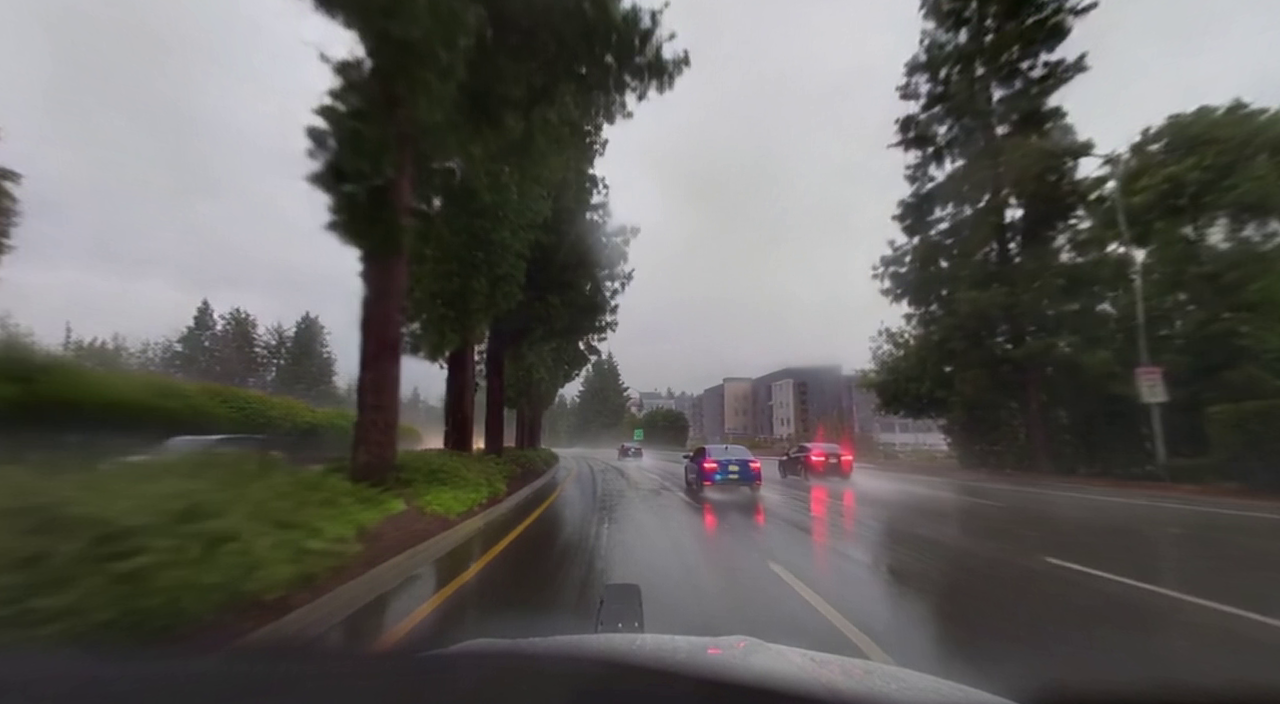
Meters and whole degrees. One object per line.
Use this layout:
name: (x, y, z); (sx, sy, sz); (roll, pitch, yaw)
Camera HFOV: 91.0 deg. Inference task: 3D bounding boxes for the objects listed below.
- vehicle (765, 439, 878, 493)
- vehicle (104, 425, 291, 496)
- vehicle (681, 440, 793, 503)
vehicle: (5.467, 3.484, 19.617); (1.901, 1.474, 4.363); (1, -8, -4)
vehicle: (-11.560, 2.860, 16.913); (1.968, 1.643, 4.351); (0, -8, -2)
vehicle: (2.414, 3.104, 16.845); (2.077, 1.464, 4.134); (1, -8, -4)
